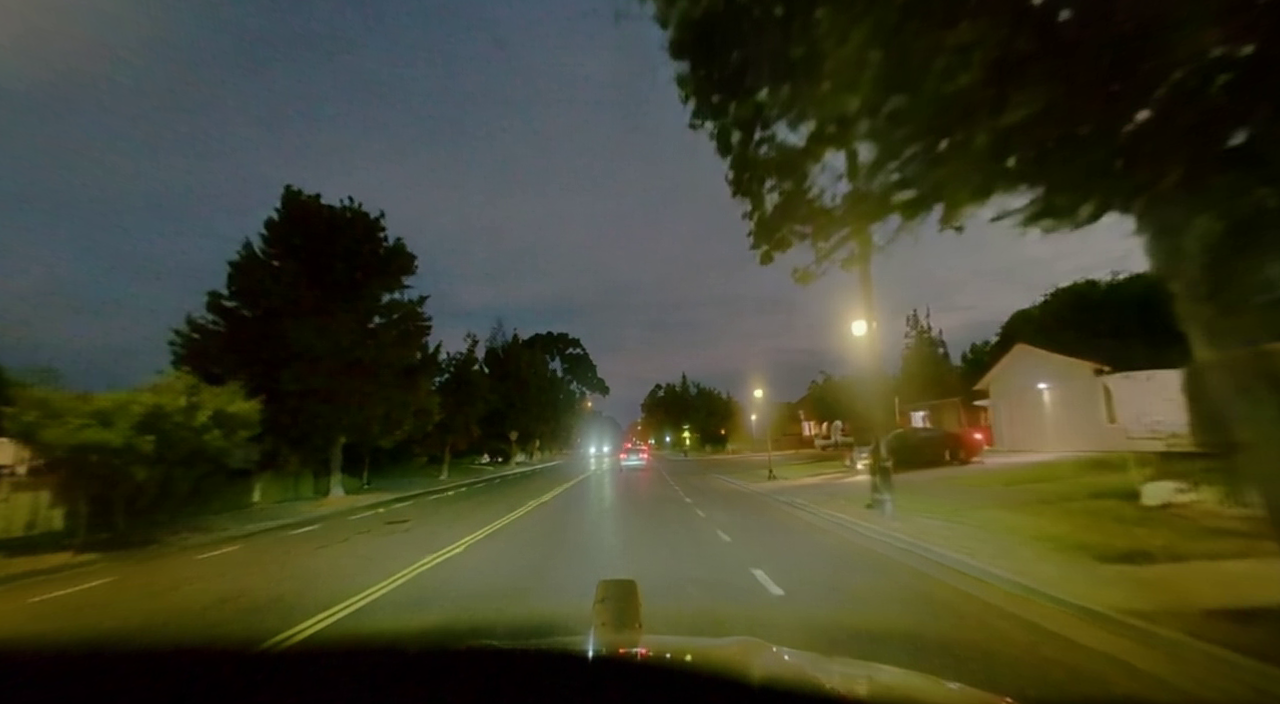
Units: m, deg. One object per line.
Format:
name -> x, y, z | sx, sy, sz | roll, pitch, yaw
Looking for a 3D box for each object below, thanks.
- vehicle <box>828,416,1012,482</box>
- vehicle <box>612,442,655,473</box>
vehicle -> 8.700, 3.028, 19.956 | 4.740, 1.467, 2.074 | -6, -8, -3
vehicle -> -0.307, 5.425, 32.808 | 2.098, 1.483, 4.099 | 0, -9, 0
